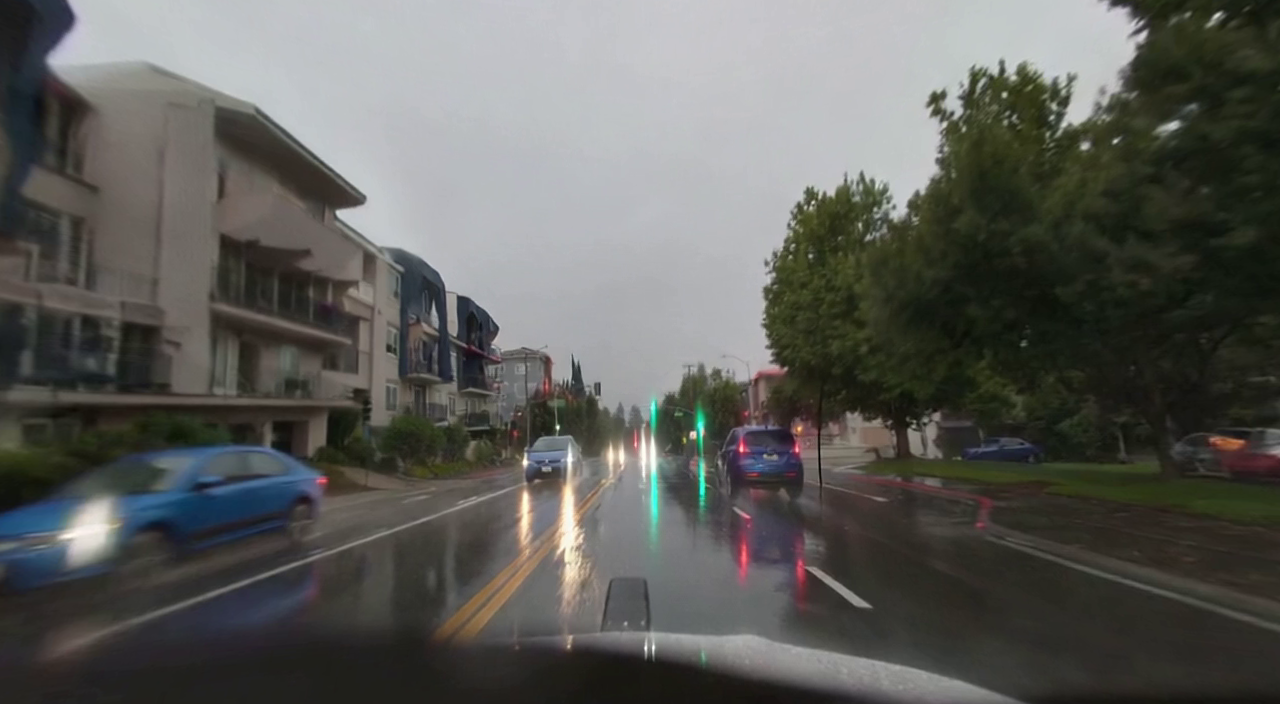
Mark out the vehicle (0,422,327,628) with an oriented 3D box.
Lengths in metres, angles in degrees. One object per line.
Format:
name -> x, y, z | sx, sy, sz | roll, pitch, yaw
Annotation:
vehicle -> -6.069, 1.868, 7.846 | 2.143, 1.819, 4.292 | 0, -8, -1

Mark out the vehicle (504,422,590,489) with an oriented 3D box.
vehicle -> -2.932, 3.428, 21.139 | 2.110, 1.936, 5.020 | 0, -8, 0

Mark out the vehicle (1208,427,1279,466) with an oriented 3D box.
vehicle -> 27.671, 4.045, 27.256 | 4.251, 1.597, 2.132 | -8, -10, 35

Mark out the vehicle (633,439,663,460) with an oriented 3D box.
vehicle -> 0.561, 7.090, 45.848 | 2.097, 1.463, 4.043 | 0, -8, 0

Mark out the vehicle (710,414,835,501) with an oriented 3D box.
vehicle -> 3.161, 2.666, 16.255 | 2.130, 1.863, 4.844 | 0, -8, 0
